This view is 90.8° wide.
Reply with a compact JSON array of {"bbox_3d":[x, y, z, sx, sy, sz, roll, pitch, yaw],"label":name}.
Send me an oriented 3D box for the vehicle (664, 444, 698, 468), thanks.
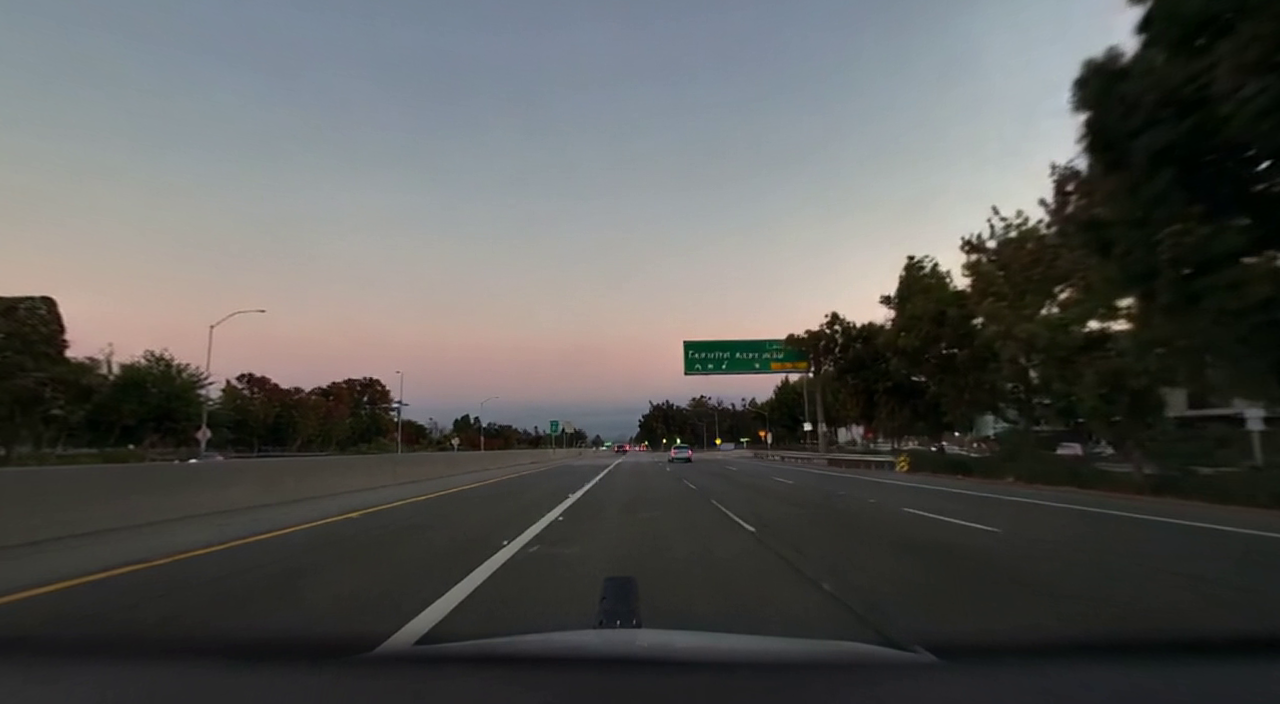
[{"bbox_3d":[3.071,7.902,48.319,2.083,1.643,4.565,1,-8,-2],"label":"vehicle"}]
